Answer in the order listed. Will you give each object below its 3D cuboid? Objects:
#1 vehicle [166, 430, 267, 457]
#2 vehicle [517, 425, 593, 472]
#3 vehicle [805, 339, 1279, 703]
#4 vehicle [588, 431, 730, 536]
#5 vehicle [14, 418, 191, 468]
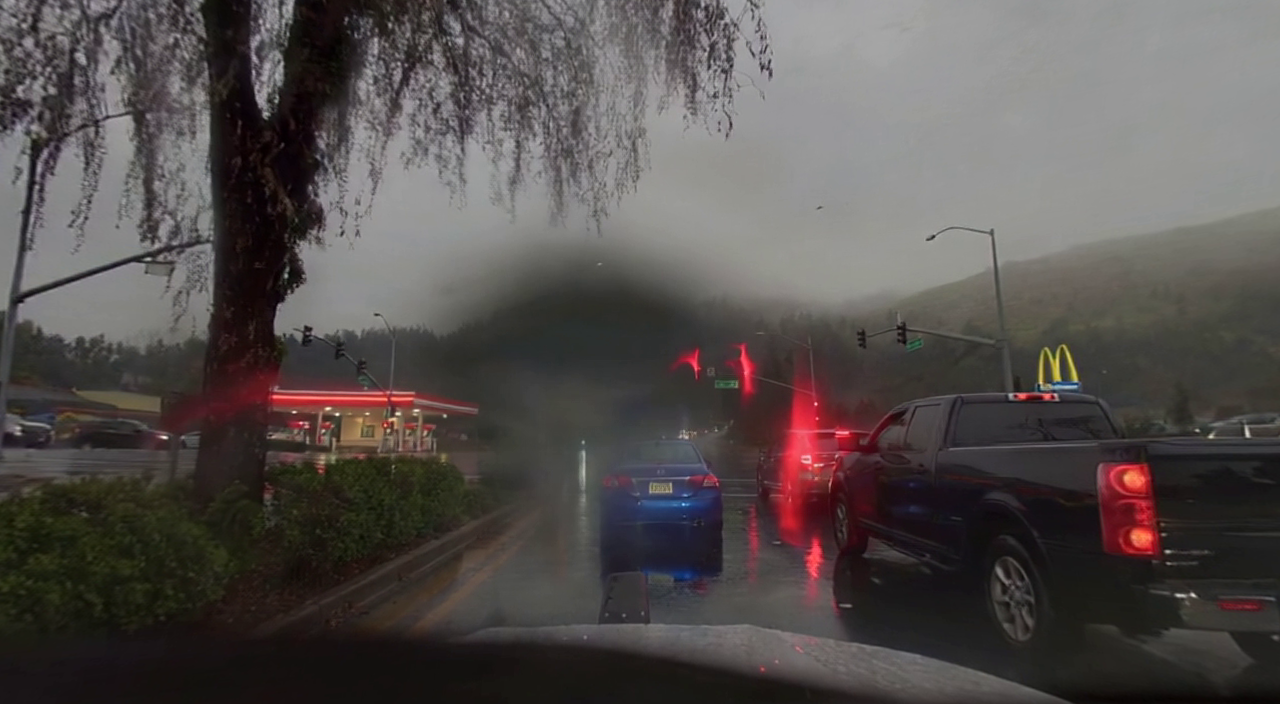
[{"bbox_3d":[-23.097,5.021,34.487,4.326,1.420,1.798,-1,-8,4],"label":"vehicle"},{"bbox_3d":[-4.002,4.720,31.050,2.615,2.031,5.638,0,-8,4],"label":"vehicle"},{"bbox_3d":[3.551,1.302,6.075,2.277,1.871,6.143,0,-8,0],"label":"vehicle"},{"bbox_3d":[0.271,2.181,11.053,2.027,1.494,3.824,0,-8,0],"label":"vehicle"},{"bbox_3d":[-19.664,3.357,23.207,4.742,1.720,2.107,-1,-8,5],"label":"vehicle"}]
